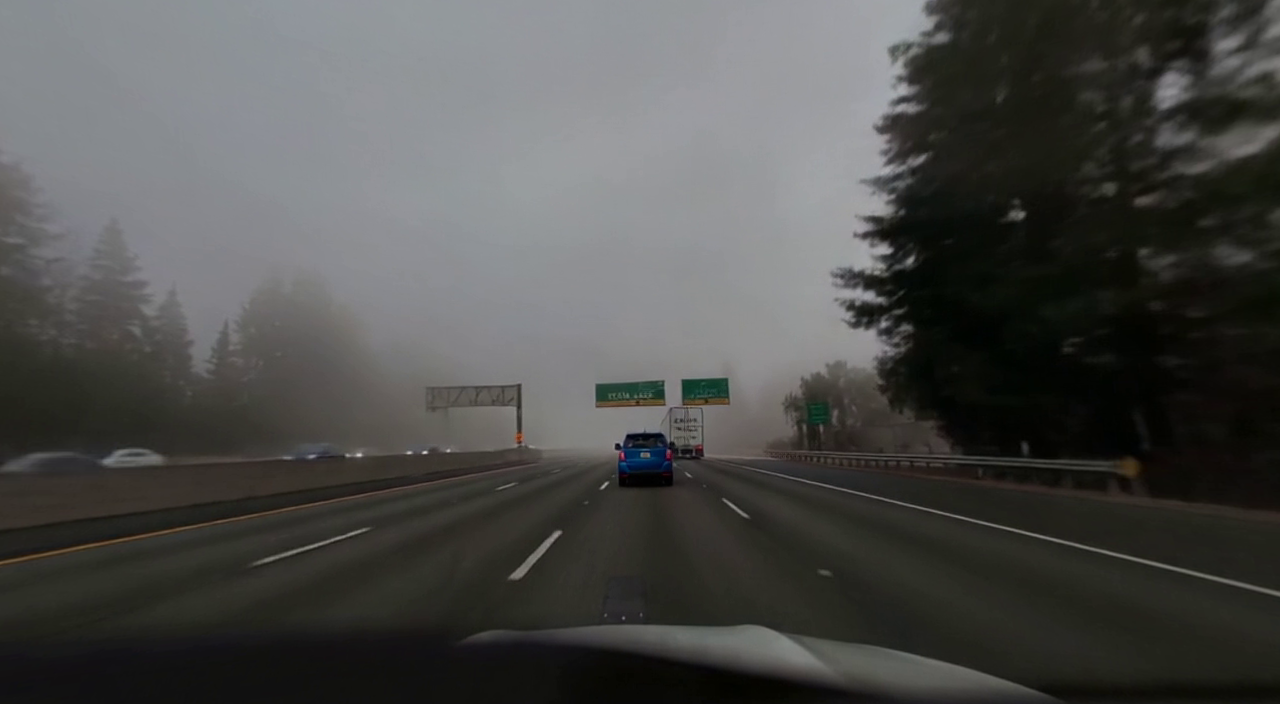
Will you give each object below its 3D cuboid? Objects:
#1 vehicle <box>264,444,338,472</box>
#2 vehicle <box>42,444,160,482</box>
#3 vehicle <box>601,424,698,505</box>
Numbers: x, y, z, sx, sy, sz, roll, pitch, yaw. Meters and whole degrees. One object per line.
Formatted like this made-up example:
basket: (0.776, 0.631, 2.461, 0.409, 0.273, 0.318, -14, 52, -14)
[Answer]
vehicle: (-22.229, 6.942, 41.398, 2.071, 1.723, 4.786, -1, -8, 2)
vehicle: (-28.766, 5.904, 33.745, 2.069, 1.884, 4.746, 0, -8, 0)
vehicle: (0.237, 2.688, 15.415, 2.054, 1.706, 4.201, 0, -8, 1)
